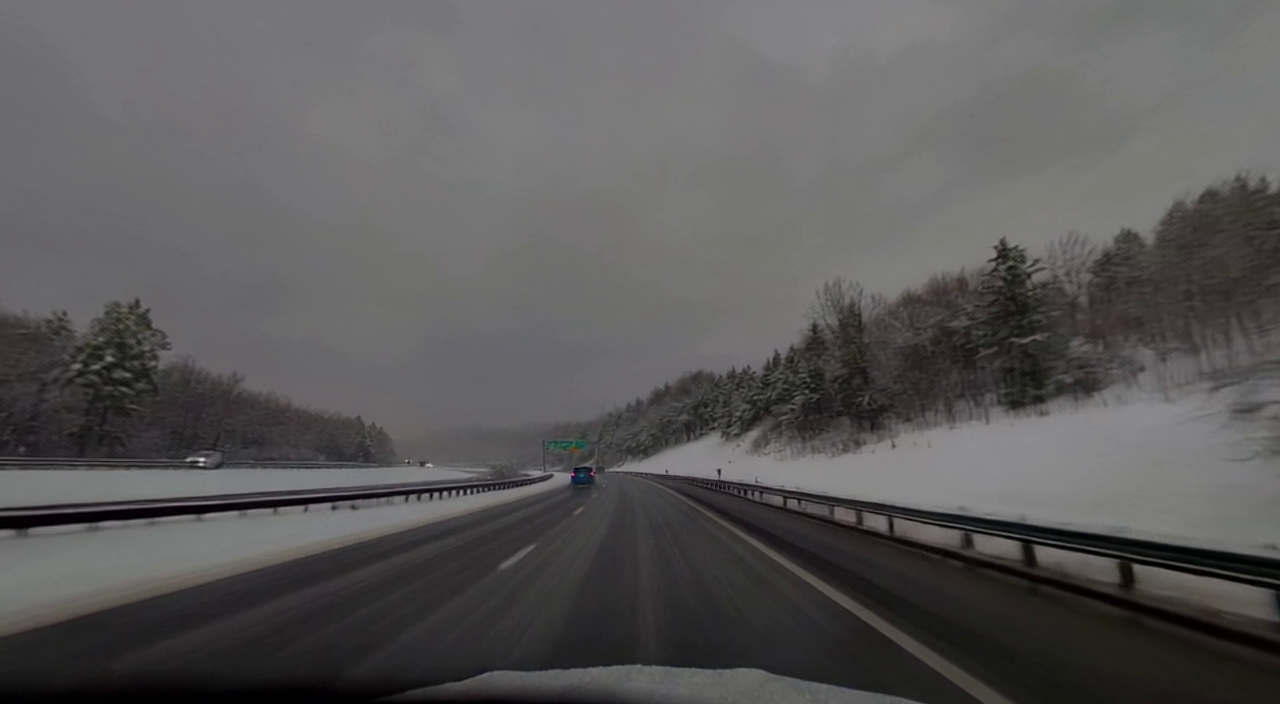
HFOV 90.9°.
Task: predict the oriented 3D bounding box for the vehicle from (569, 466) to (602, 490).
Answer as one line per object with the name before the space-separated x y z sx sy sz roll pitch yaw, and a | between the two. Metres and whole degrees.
vehicle | -3.687 8.674 43.643 1.967 1.556 4.364 1 -10 -1
